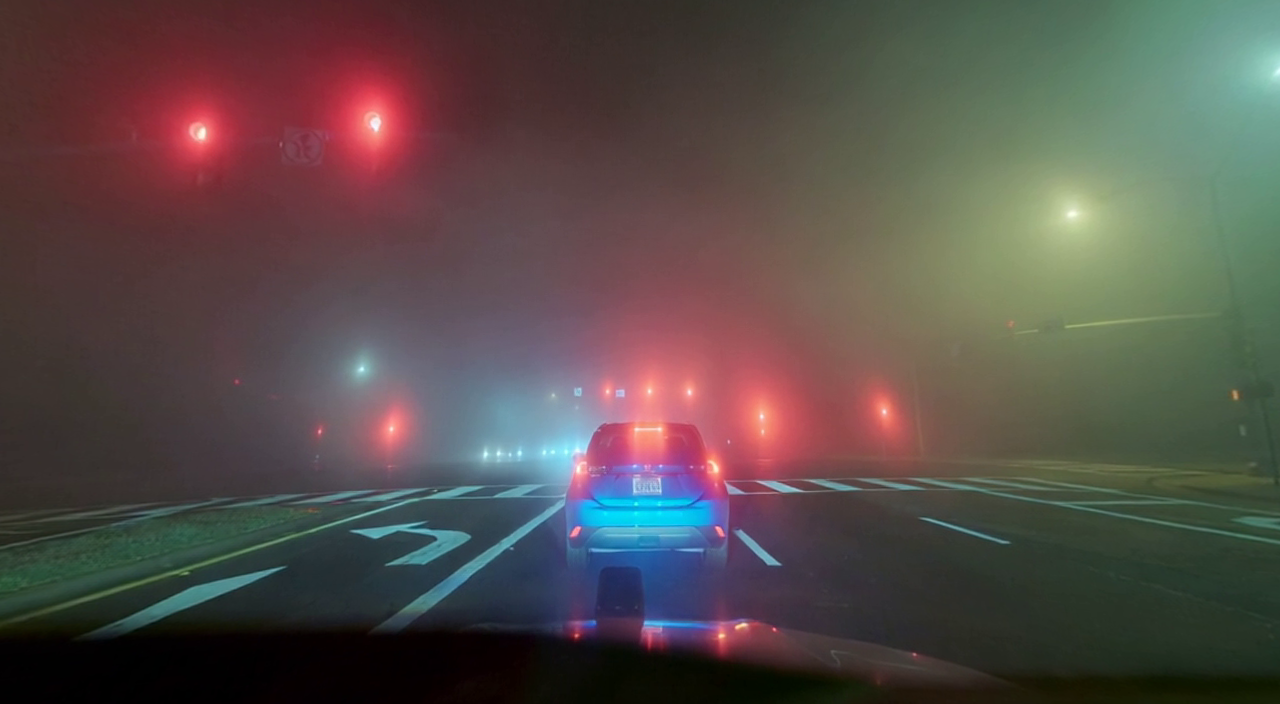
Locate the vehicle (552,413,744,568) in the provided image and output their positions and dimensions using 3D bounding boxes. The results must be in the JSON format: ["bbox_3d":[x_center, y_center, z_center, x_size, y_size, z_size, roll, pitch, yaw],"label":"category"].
[{"bbox_3d":[0.045,1.756,8.707,2.027,1.626,3.942,0,-8,-1],"label":"vehicle"}]
